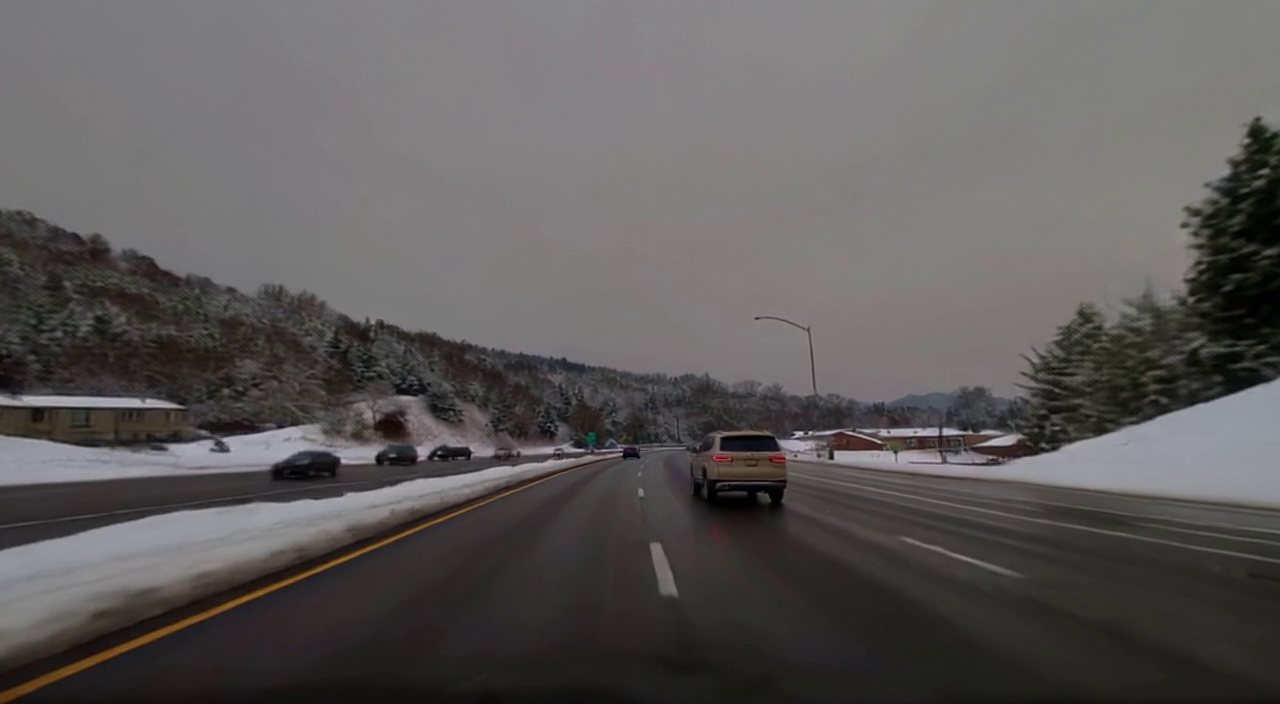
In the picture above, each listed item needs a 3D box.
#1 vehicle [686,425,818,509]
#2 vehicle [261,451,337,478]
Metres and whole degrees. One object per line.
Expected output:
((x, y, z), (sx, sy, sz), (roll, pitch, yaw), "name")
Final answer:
((2.565, 2.786, 15.755), (2.318, 1.766, 4.587), (0, -8, -2), "vehicle")
((-19.689, 6.480, 36.571), (1.897, 1.452, 4.335), (0, -8, 1), "vehicle")
